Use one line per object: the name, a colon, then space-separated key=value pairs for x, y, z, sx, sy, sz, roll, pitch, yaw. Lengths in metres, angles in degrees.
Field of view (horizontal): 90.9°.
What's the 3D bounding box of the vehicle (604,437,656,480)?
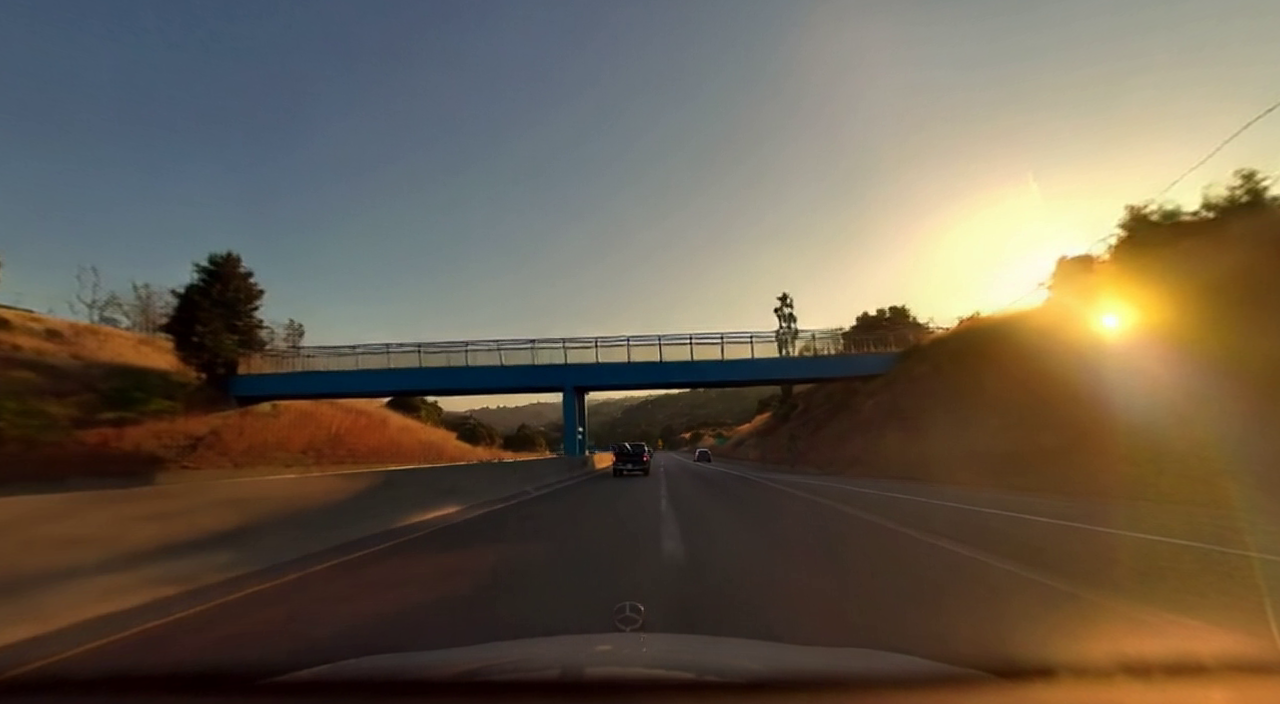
vehicle: x=-0.397 y=5.306 z=31.668 sx=2.369 sy=1.948 sz=5.343 roll=0 pitch=-9 yaw=2
